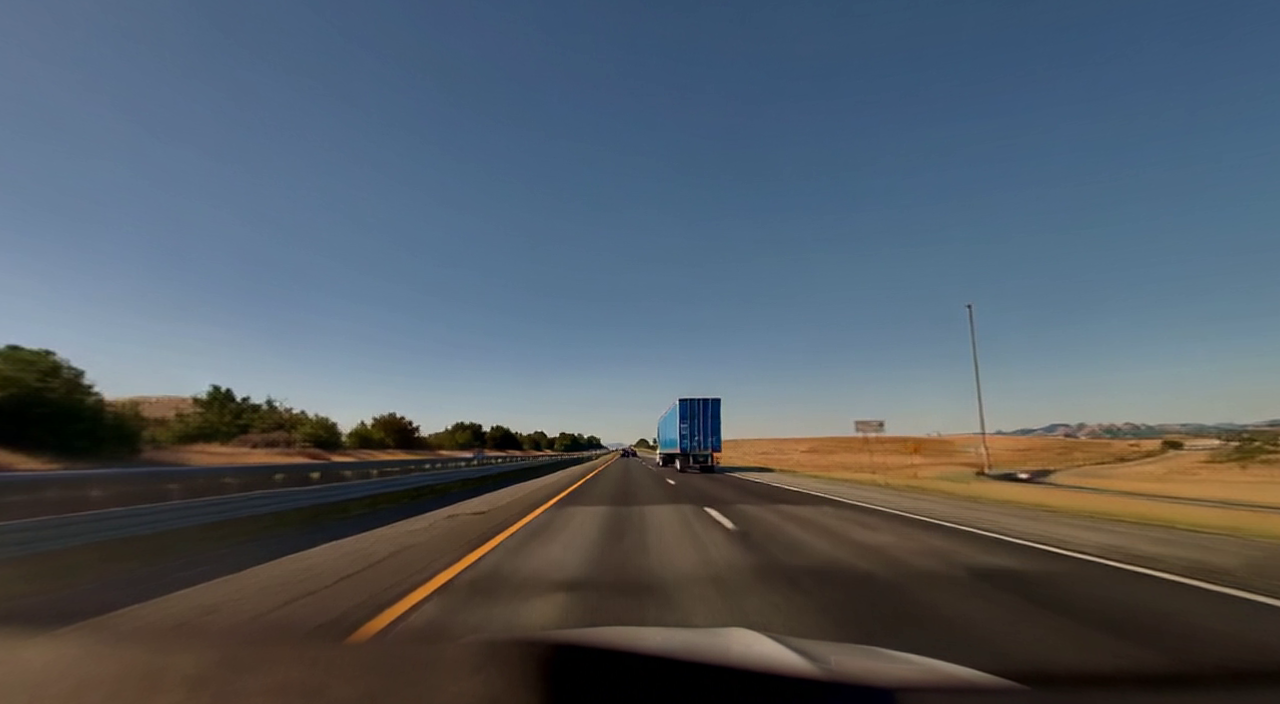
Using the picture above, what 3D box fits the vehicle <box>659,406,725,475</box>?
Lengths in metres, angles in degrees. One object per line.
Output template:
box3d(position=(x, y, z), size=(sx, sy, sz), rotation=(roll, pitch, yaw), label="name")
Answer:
box3d(position=(3.262, 6.242, 43.772), size=(2.938, 4.076, 13.362), rotation=(0, -9, -2), label="vehicle")
